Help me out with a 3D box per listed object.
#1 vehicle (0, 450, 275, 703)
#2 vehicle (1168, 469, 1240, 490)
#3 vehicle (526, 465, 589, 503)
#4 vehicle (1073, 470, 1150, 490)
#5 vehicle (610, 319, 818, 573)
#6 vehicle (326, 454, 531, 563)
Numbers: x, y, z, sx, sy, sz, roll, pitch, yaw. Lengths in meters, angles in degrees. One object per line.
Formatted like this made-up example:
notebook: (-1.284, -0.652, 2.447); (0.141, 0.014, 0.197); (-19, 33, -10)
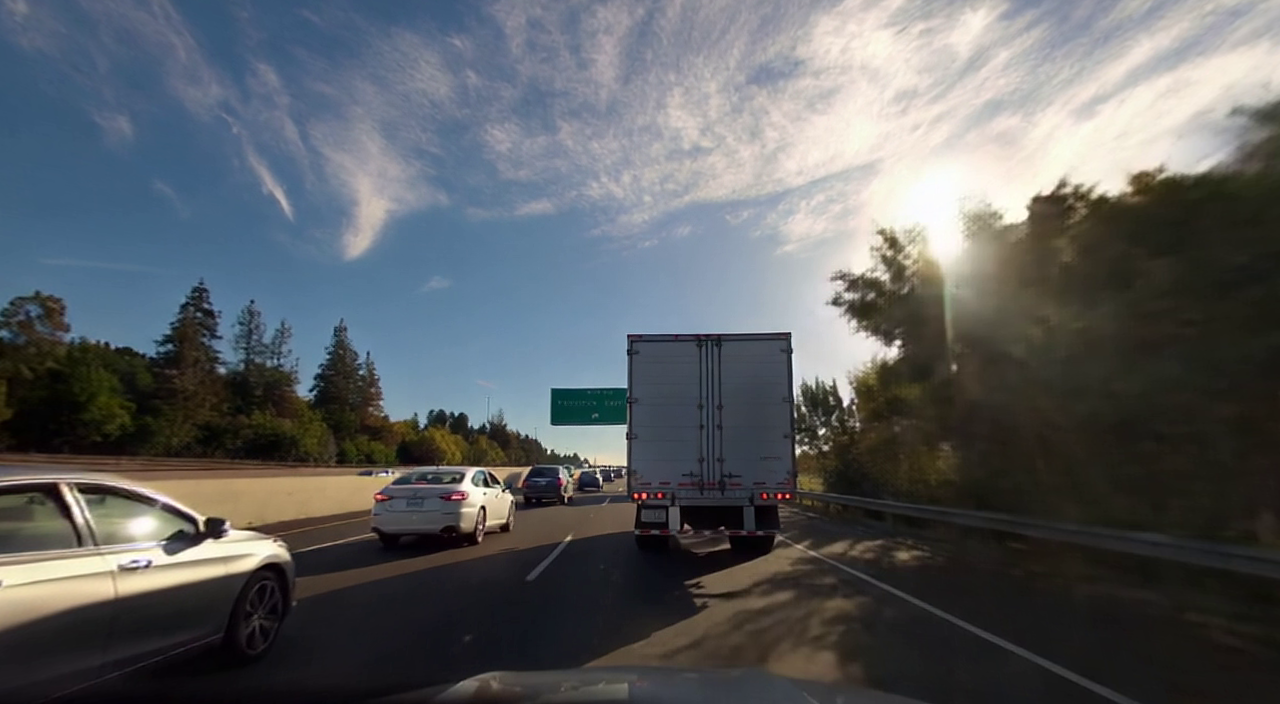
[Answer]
vehicle: (-4.223, 1.179, 3.111); (2.043, 1.391, 4.515); (0, -11, 1)
vehicle: (43.462, 9.823, 48.578); (3.974, 1.485, 1.709); (1, -11, -4)
vehicle: (-3.438, 5.620, 27.060); (1.964, 1.482, 4.371); (0, -11, 2)
vehicle: (36.266, 9.867, 48.544); (4.299, 1.465, 1.807); (-1, -11, 7)
vehicle: (1.143, 2.049, 13.178); (2.831, 3.529, 8.689); (0, -11, 2)
vehicle: (-3.430, 2.684, 11.406); (1.983, 1.509, 4.679); (0, -11, 1)
